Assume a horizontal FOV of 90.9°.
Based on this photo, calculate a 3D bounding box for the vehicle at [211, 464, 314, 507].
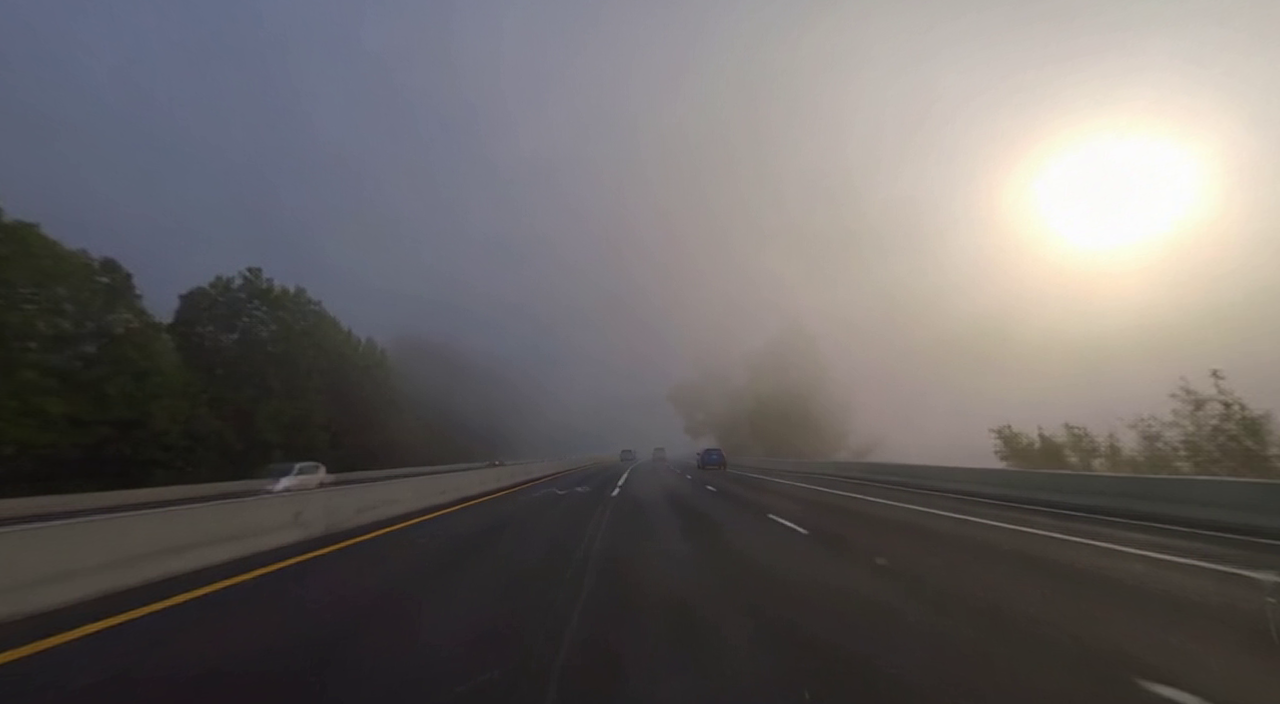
[{"bbox_3d":[-17.383,6.132,29.298,2.070,1.754,4.268,0,-9,0],"label":"vehicle"}]

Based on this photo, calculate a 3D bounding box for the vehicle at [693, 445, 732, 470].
[{"bbox_3d":[4.867,7.203,43.073,2.175,1.574,3.943,0,-9,0],"label":"vehicle"}]
